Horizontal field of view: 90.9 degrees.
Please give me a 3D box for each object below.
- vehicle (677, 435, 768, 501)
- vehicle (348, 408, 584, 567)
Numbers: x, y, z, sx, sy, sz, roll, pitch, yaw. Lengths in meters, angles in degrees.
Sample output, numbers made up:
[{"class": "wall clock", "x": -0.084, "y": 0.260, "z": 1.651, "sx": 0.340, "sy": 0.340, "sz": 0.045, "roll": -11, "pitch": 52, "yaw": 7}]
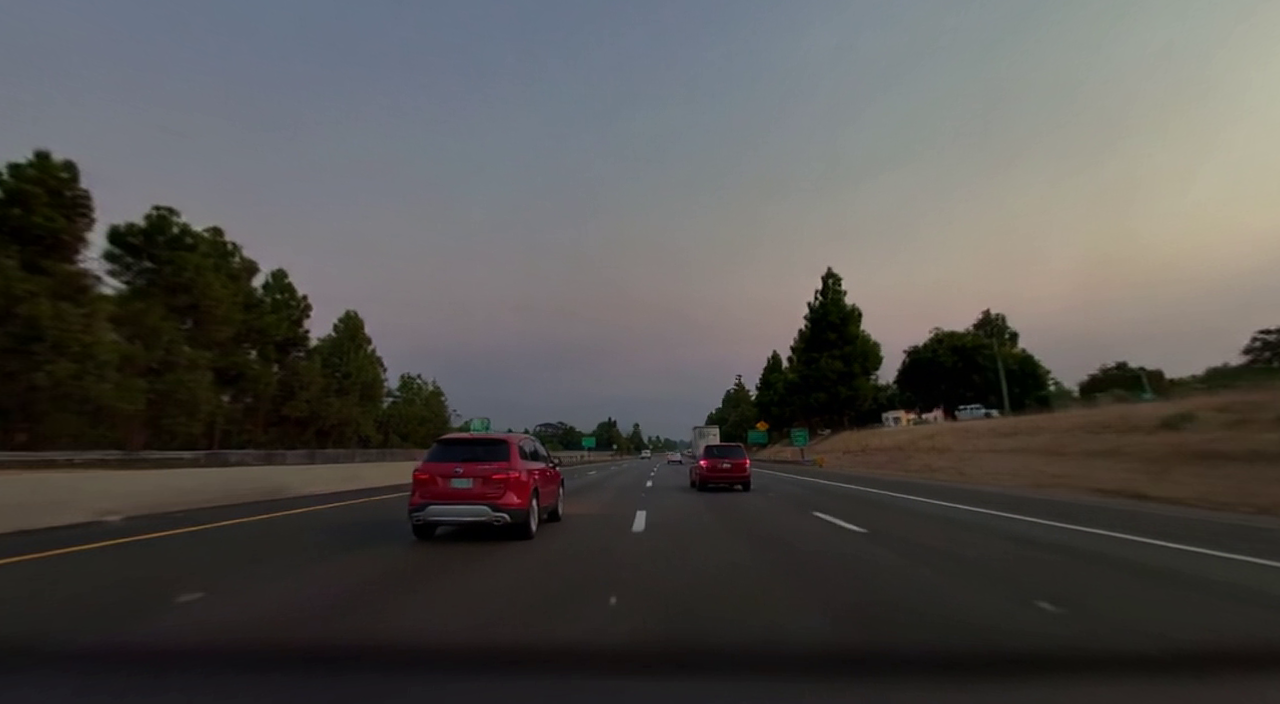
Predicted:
[{"class": "vehicle", "x": 2.269, "y": 3.348, "z": 18.529, "sx": 2.087, "sy": 1.682, "sz": 4.388, "roll": 0, "pitch": -9, "yaw": 0}, {"class": "vehicle", "x": -2.215, "y": 1.919, "z": 9.628, "sx": 2.139, "sy": 1.804, "sz": 4.611, "roll": -1, "pitch": -9, "yaw": 2}]
